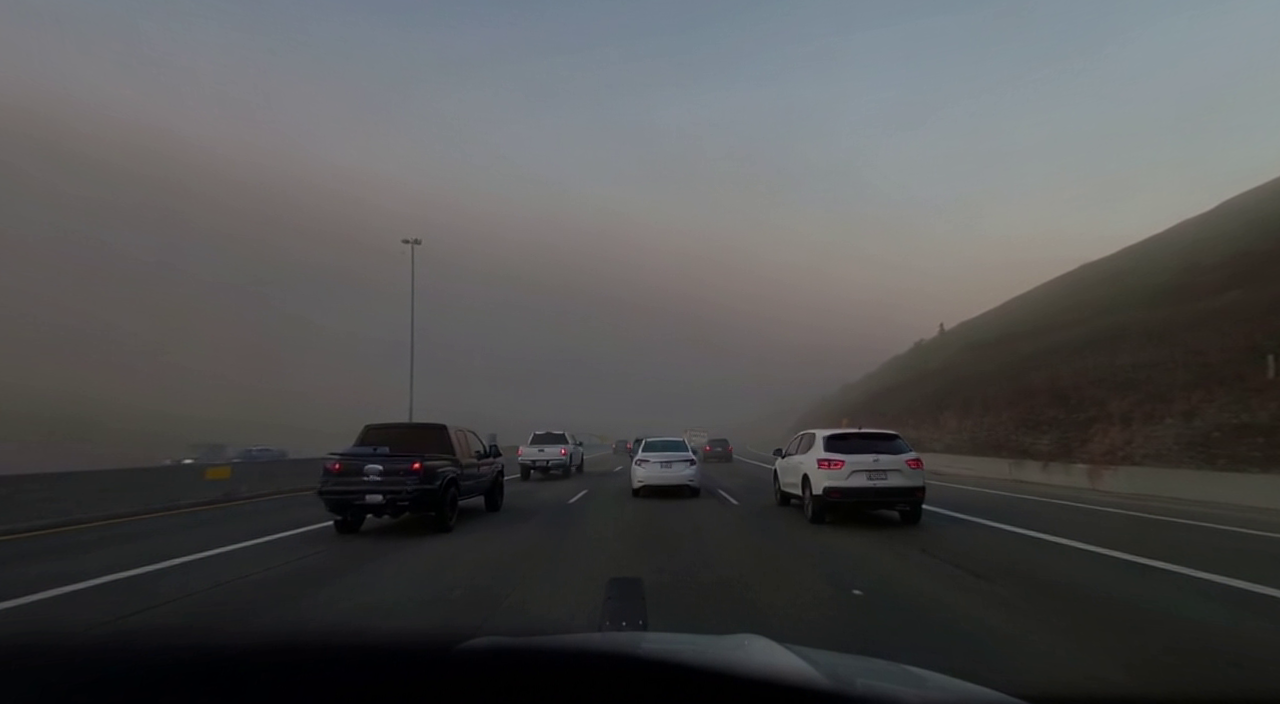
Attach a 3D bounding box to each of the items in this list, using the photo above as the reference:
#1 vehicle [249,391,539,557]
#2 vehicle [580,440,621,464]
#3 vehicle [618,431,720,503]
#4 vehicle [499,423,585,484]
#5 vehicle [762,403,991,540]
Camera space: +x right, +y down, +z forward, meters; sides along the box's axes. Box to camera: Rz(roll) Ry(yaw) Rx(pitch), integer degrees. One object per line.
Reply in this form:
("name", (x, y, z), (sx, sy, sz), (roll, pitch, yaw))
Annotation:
("vehicle", (-3.293, 1.797, 10.056), (2.301, 1.902, 5.374), (0, -8, 2))
("vehicle", (-2.337, 6.021, 38.249), (1.973, 1.378, 3.677), (-1, -8, 4))
("vehicle", (0.638, 2.703, 15.269), (2.105, 1.471, 4.349), (0, -8, 1))
("vehicle", (-3.148, 3.391, 21.329), (1.997, 1.806, 5.002), (0, -8, 1))
("vehicle", (3.493, 1.868, 10.466), (2.046, 1.765, 4.534), (0, -8, 0))
